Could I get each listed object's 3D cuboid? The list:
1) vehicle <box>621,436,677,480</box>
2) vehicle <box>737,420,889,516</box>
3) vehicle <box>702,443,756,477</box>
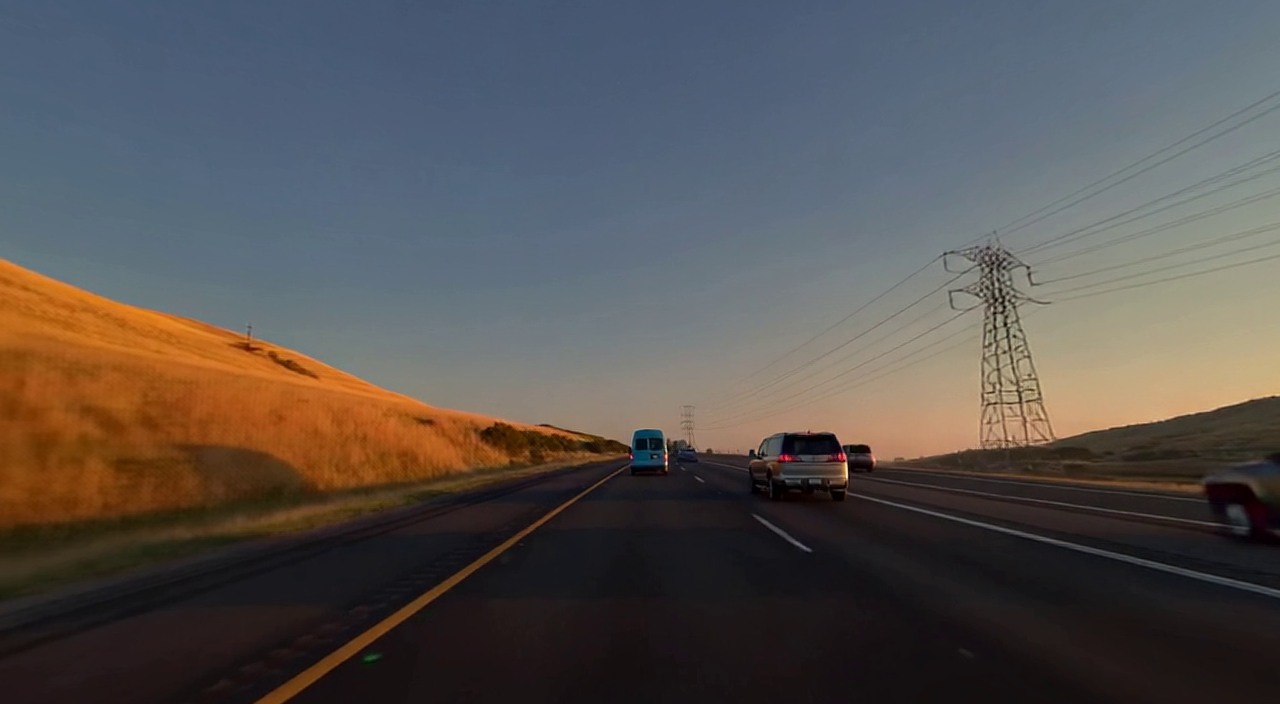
[{"bbox_3d":[0.421,4.645,27.930,2.268,1.772,4.523,0,-8,1],"label":"vehicle"},{"bbox_3d":[3.650,2.549,14.325,2.139,1.821,4.480,0,-8,0],"label":"vehicle"},{"bbox_3d":[4.121,5.086,29.961,1.938,1.466,4.356,0,-8,0],"label":"vehicle"}]
